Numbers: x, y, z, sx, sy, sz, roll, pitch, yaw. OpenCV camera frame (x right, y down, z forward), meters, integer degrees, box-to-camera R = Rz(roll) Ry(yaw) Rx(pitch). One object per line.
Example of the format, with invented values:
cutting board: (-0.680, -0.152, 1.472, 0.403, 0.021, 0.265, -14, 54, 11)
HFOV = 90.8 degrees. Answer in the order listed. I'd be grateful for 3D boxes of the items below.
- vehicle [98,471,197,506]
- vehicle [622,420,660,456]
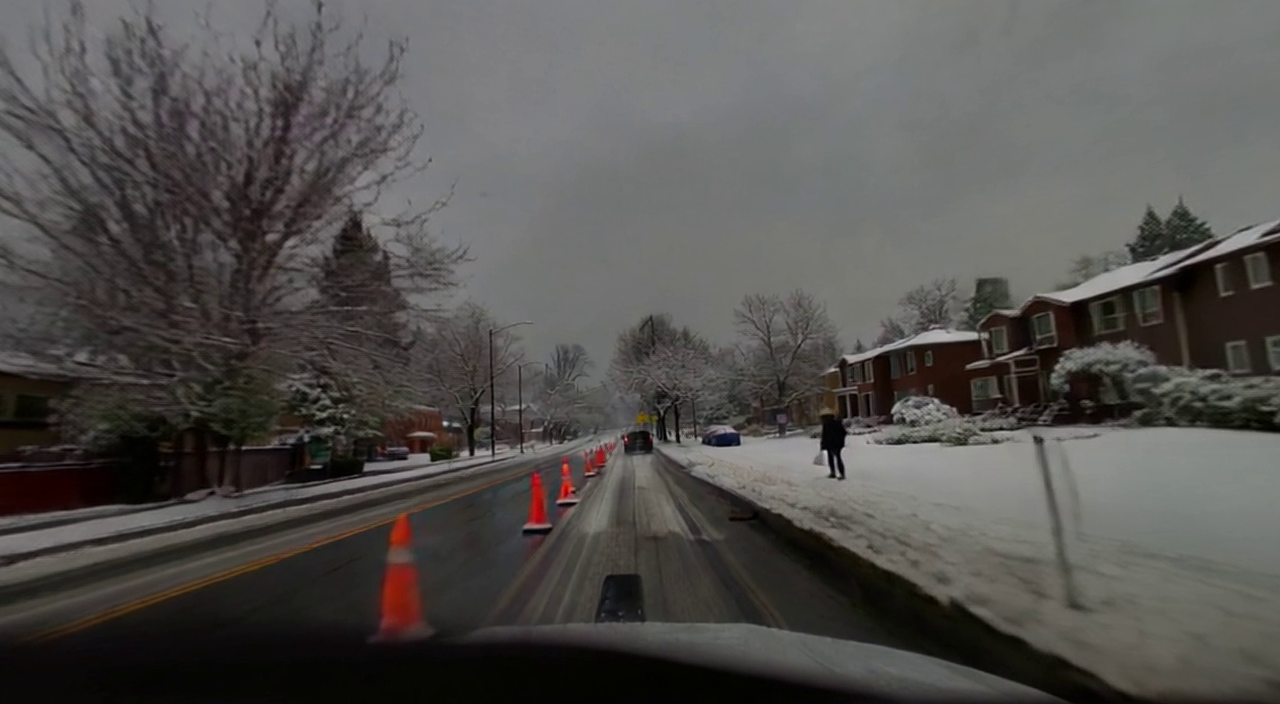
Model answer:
vehicle: (-25.487, 7.027, 32.698, 4.314, 1.583, 1.779, -3, -9, 18)
vehicle: (-0.030, 5.231, 38.226, 2.169, 2.015, 5.206, 0, -8, -2)
